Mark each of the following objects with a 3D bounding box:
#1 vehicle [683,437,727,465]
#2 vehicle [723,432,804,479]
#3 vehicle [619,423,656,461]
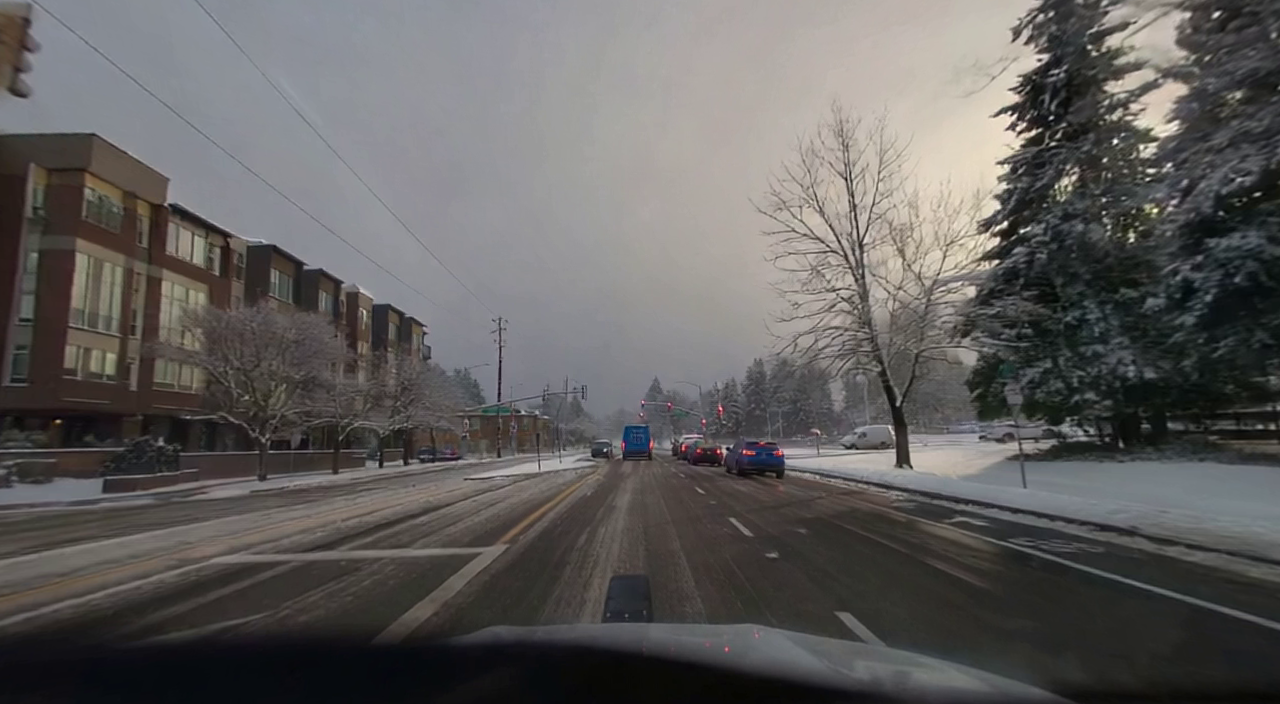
[{"bbox_3d":[3.636,5.630,36.060,1.951,1.483,4.582,0,-8,-1],"label":"vehicle"},{"bbox_3d":[4.311,3.719,22.848,1.967,1.506,4.968,0,-8,0],"label":"vehicle"},{"bbox_3d":[-0.166,6.362,44.382,2.422,2.488,4.992,0,-8,0],"label":"vehicle"}]
